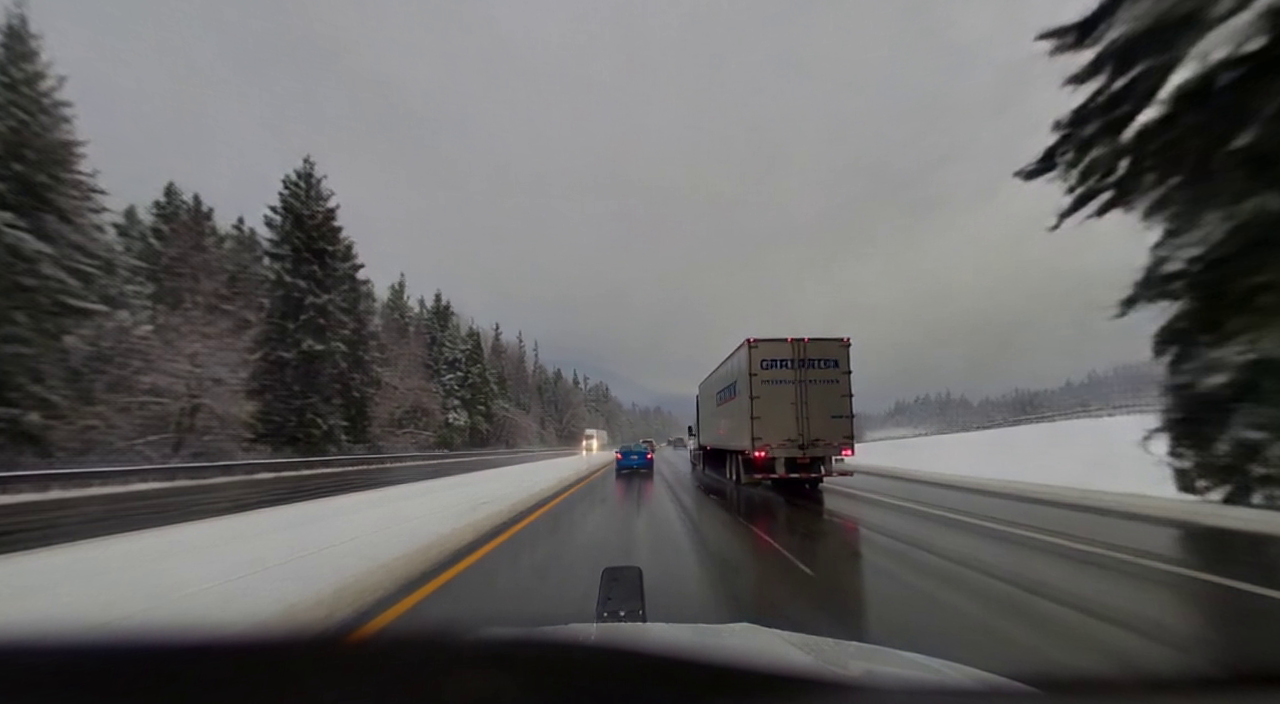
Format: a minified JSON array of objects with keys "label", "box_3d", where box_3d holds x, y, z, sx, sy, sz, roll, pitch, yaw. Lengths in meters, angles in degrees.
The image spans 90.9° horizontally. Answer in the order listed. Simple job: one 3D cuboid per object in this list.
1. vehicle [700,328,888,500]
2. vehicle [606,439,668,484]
[{"label":"vehicle","box_3d":[4.280,2.542,22.104,2.909,4.074,14.457,0,-9,0]},{"label":"vehicle","box_3d":[-0.095,3.976,23.097,2.074,1.475,3.960,0,-9,0]}]
